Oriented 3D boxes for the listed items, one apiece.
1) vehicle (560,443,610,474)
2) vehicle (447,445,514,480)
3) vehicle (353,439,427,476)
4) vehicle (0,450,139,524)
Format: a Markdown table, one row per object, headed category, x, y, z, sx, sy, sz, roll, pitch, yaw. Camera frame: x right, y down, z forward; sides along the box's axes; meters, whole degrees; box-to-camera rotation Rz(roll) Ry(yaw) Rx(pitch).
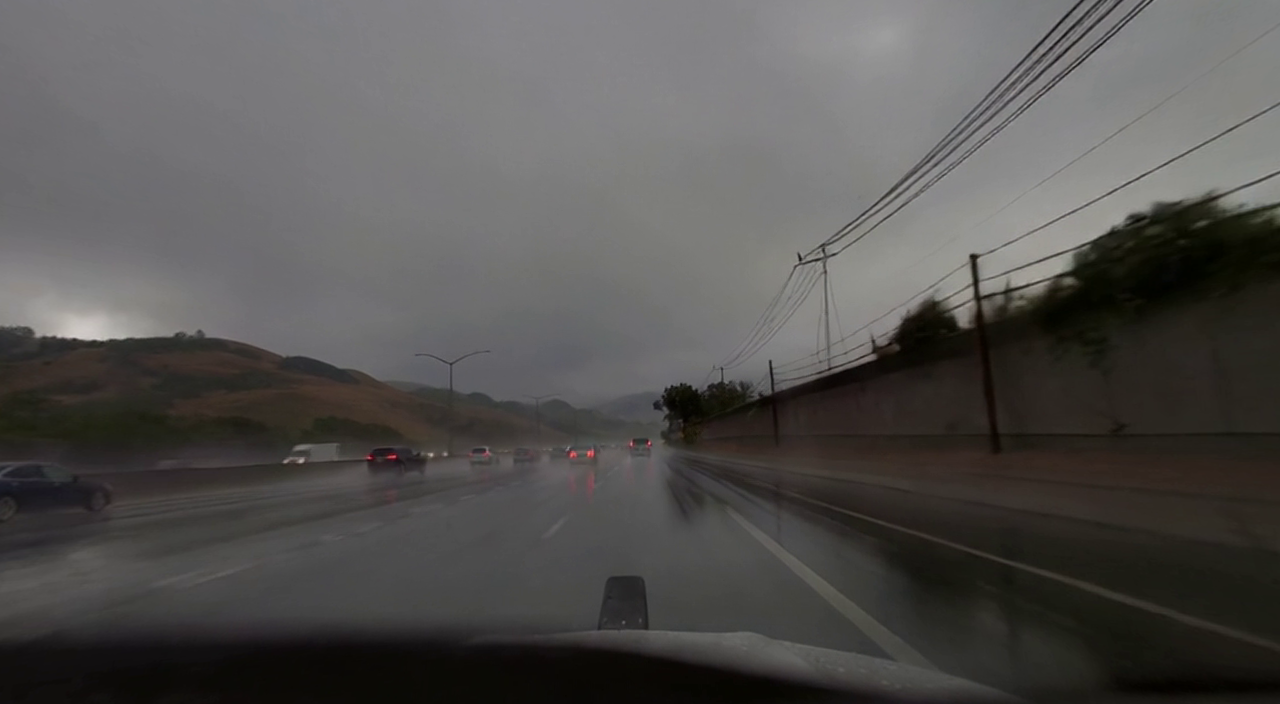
| category | x | y | z | sx | sy | sz | roll | pitch | yaw |
| --- | --- | --- | --- | --- | --- | --- | --- | --- | --- |
| vehicle | -2.698 | 5.328 | 31.829 | 2.064 | 1.446 | 4.409 | 0 | -8 | 0 |
| vehicle | -7.149 | 4.967 | 28.717 | 1.899 | 1.472 | 4.202 | 0 | -8 | 1 |
| vehicle | -14.375 | 6.072 | 36.614 | 2.172 | 1.946 | 5.017 | 0 | -8 | 1 |
| vehicle | -14.173 | 2.965 | 14.109 | 1.885 | 1.474 | 4.849 | 0 | -8 | 1 |
